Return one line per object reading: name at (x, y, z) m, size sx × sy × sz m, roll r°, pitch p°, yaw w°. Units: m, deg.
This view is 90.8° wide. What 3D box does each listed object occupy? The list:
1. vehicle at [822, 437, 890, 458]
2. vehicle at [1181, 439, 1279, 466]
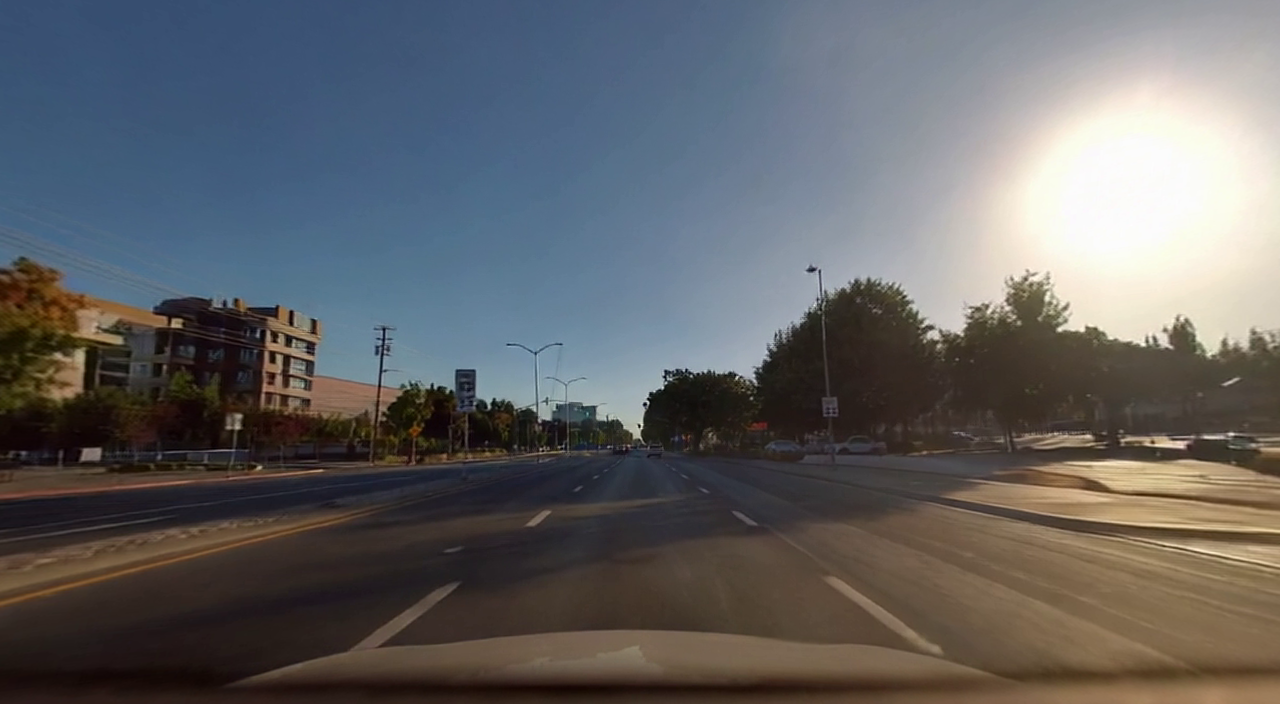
vehicle at (17.039, 7.547, 49.947) m, size 4.530 × 1.640 × 2.074 m, roll 1°, pitch -8°, yaw -4°
vehicle at (33.949, 5.671, 35.600) m, size 1.918 × 1.430 × 4.904 m, roll 8°, pitch -11°, yaw -42°
